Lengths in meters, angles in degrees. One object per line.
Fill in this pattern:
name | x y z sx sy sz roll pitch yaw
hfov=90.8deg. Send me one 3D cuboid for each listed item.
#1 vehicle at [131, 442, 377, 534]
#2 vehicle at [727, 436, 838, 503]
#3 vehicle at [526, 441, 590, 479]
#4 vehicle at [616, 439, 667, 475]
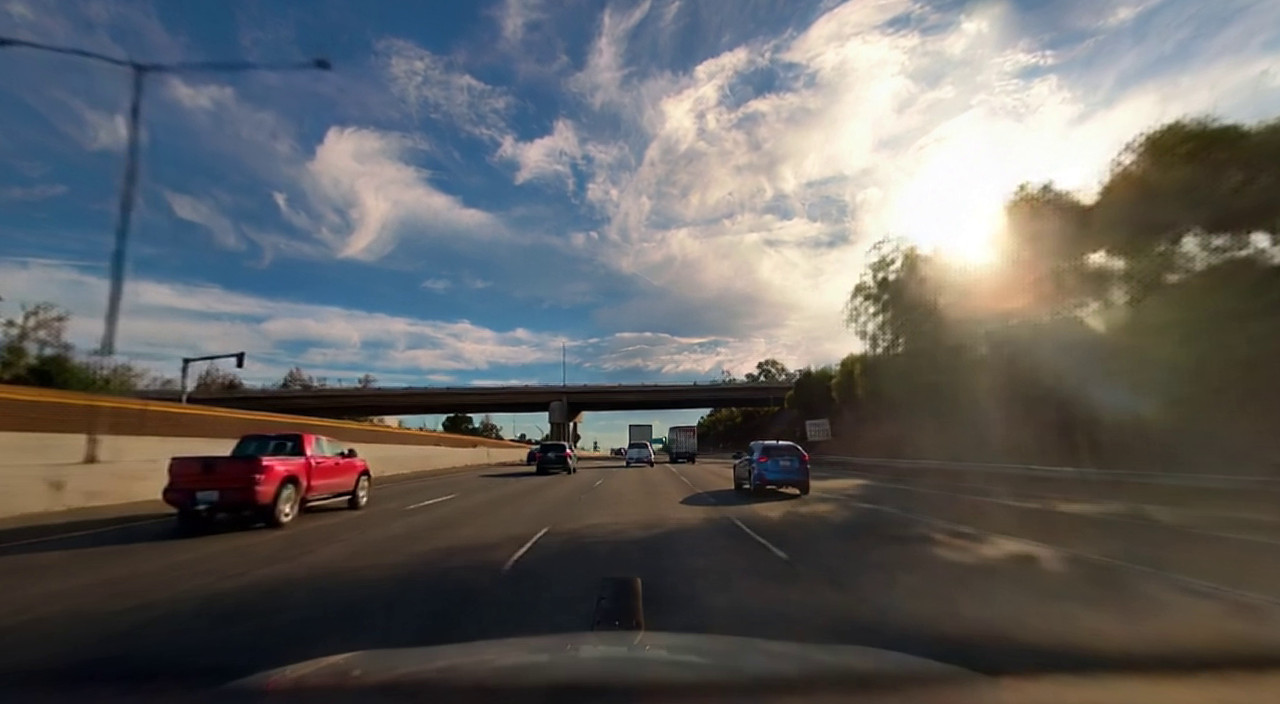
vehicle | -7.131 2.534 12.430 1.947 1.444 4.595 0 -9 0
vehicle | 3.885 3.286 18.007 2.119 1.653 4.000 0 -9 -1
vehicle | -3.939 5.297 31.278 2.535 1.715 5.030 0 -9 0
vehicle | 0.051 5.777 34.913 2.572 1.837 5.693 0 -9 0
